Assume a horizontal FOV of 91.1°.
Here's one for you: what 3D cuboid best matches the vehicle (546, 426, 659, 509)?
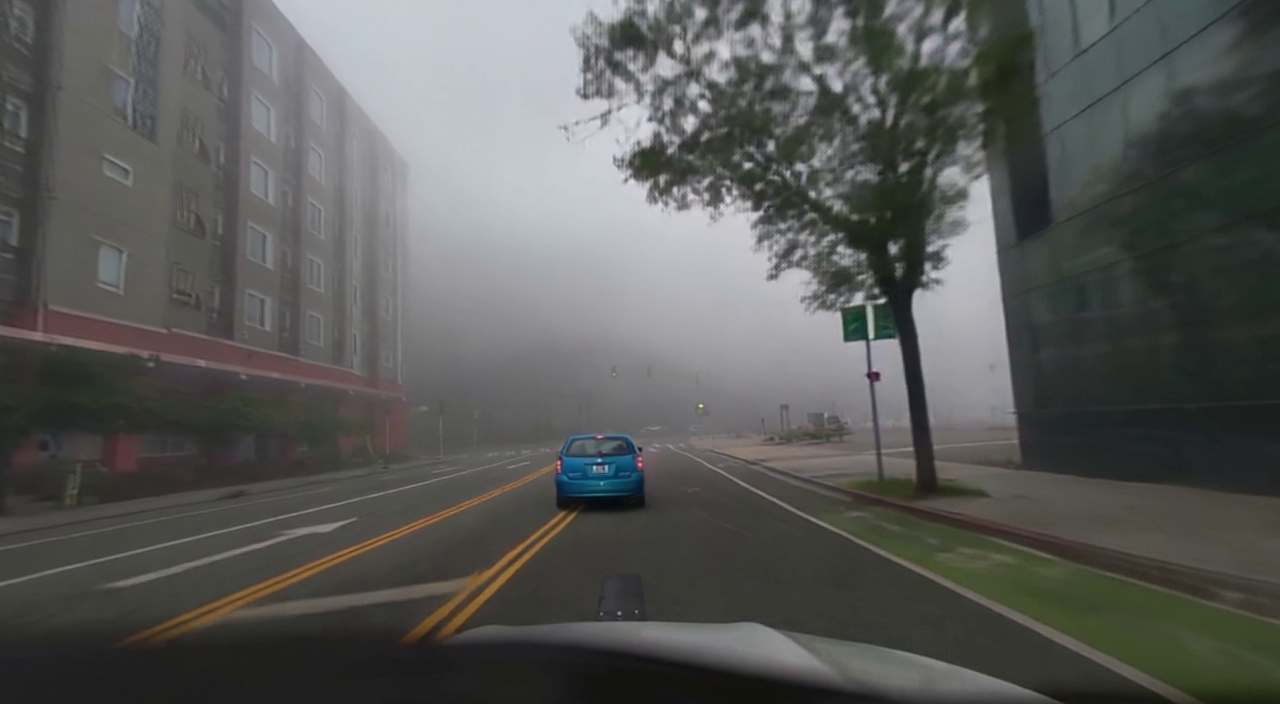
[{"bbox_3d":[-0.858,2.255,12.930,1.950,1.401,4.159,1,-8,-6],"label":"vehicle"}]
